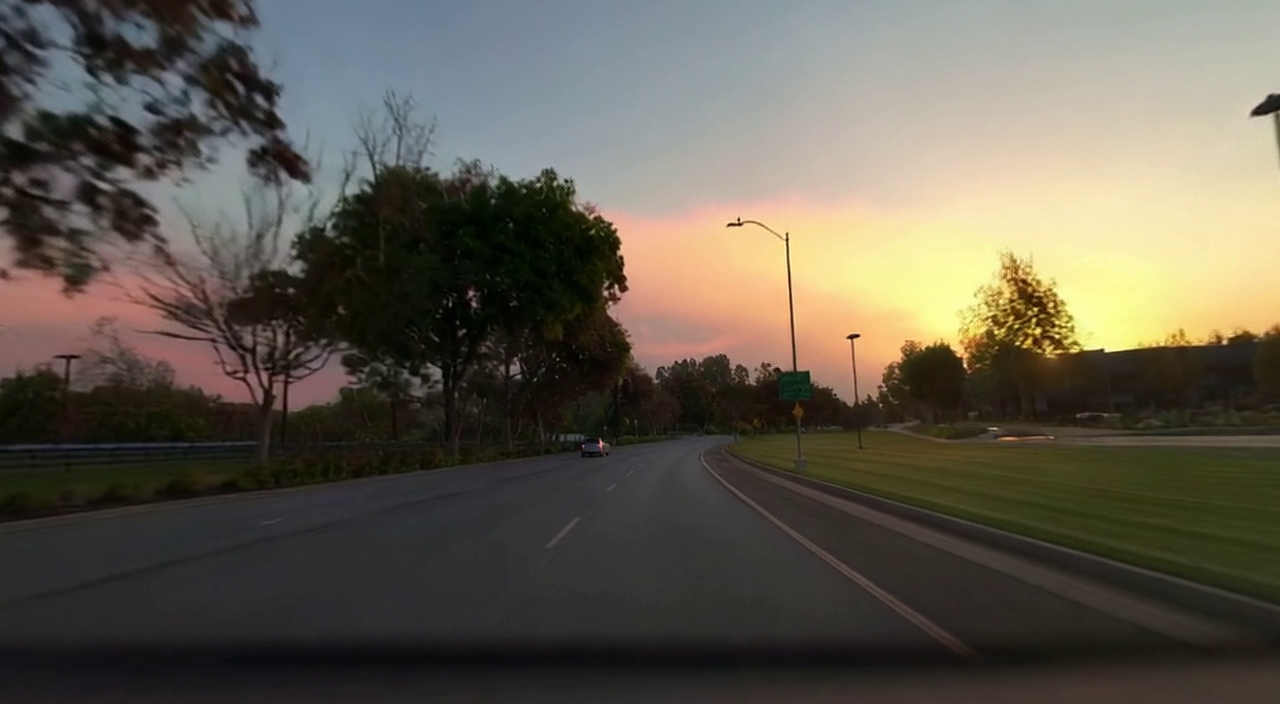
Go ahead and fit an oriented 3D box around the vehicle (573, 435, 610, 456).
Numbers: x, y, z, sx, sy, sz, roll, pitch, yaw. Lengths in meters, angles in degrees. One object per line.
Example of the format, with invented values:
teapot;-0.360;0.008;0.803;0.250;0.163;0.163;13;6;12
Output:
vehicle;-3.570;6.970;47.051;1.945;1.461;4.605;-1;-8;6
